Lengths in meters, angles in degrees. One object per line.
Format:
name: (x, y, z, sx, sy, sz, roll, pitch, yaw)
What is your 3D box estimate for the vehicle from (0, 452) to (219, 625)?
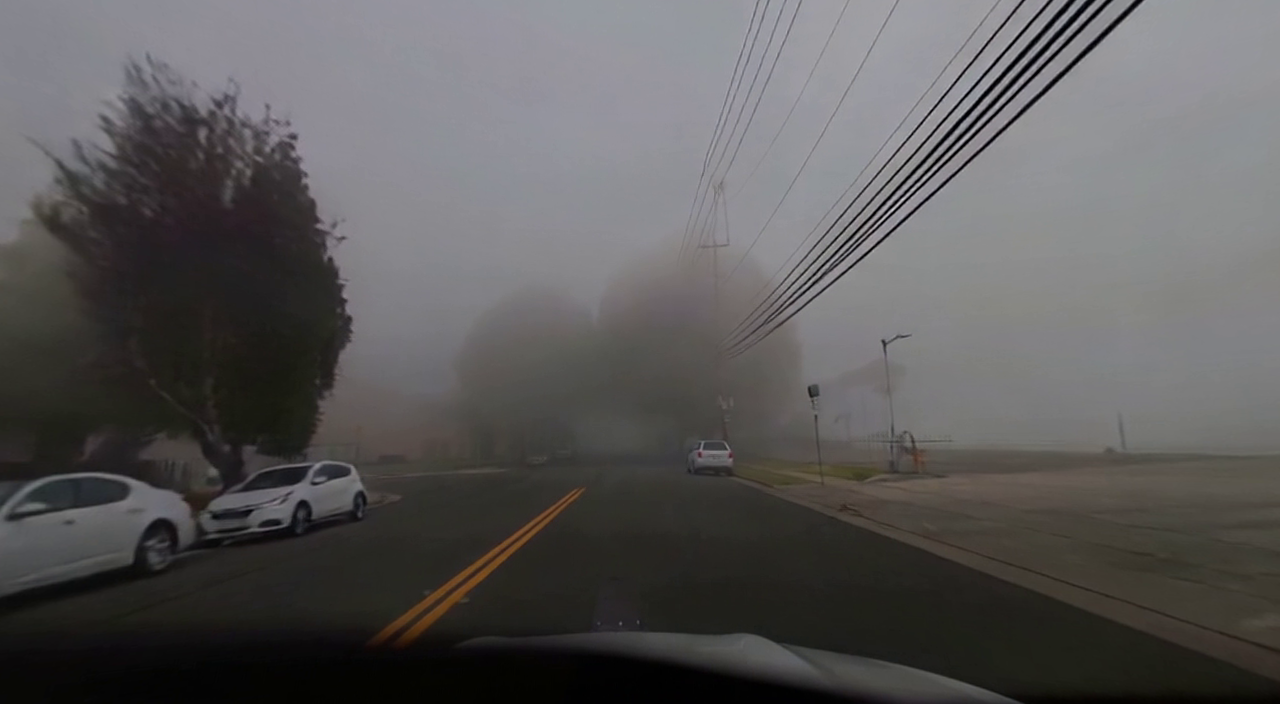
vehicle: (-6.569, 1.803, 6.183, 1.887, 1.460, 4.444, -4, -8, 0)

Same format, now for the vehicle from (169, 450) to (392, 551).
vehicle: (-6.530, 2.690, 12.143, 1.804, 1.403, 4.174, -3, -8, 1)

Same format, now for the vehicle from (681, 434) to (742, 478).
vehicle: (3.135, 4.714, 28.893, 2.138, 1.820, 5.218, 0, -8, 0)
